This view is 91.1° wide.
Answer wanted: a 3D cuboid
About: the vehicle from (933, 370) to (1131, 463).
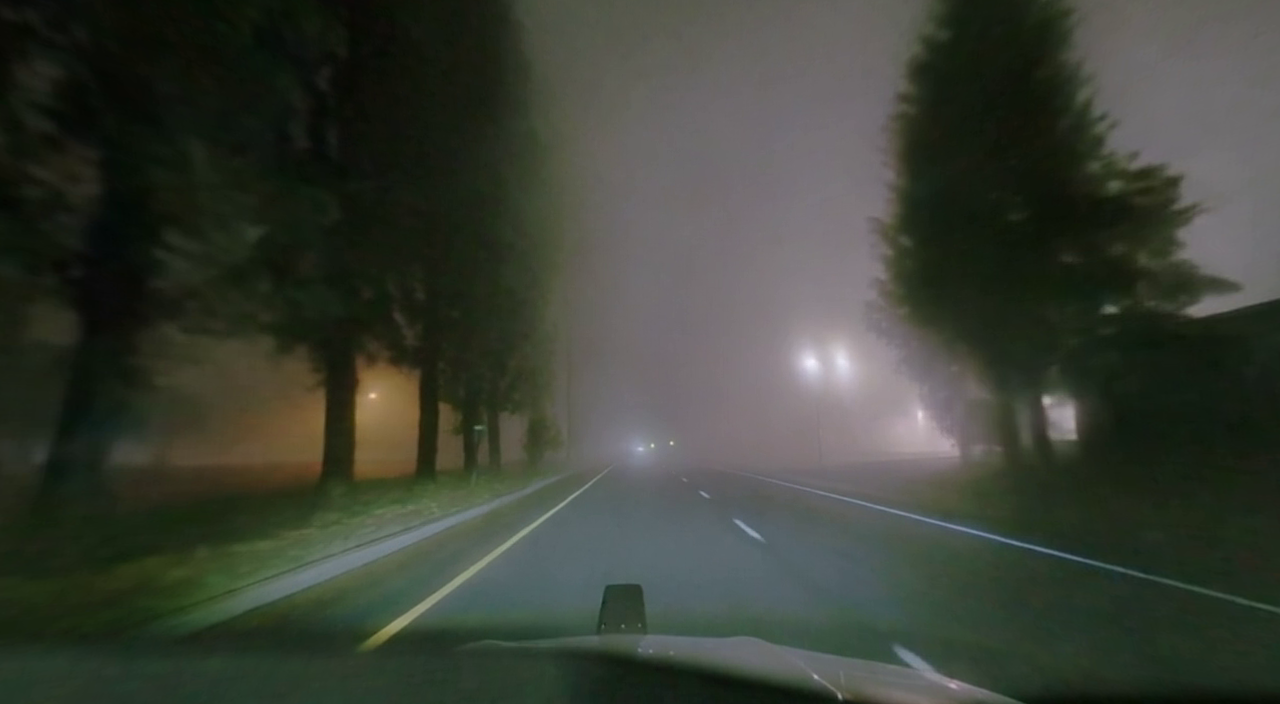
[{"bbox_3d":[16.989,3.129,28.410,2.826,3.500,9.295,0,-9,0],"label":"vehicle"}]
